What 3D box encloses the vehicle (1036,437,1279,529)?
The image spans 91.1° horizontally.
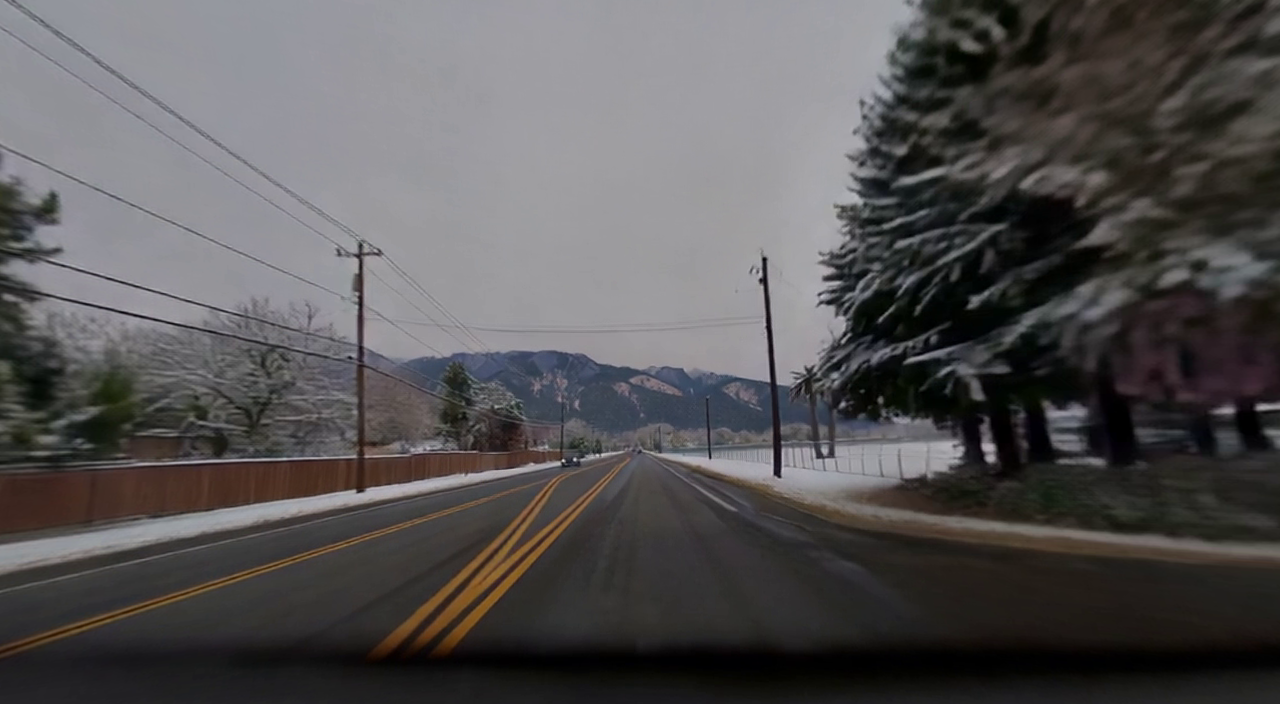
[{"bbox_3d":[10.300,2.366,11.677,4.540,1.505,2.021,-3,-9,21],"label":"vehicle"}]
